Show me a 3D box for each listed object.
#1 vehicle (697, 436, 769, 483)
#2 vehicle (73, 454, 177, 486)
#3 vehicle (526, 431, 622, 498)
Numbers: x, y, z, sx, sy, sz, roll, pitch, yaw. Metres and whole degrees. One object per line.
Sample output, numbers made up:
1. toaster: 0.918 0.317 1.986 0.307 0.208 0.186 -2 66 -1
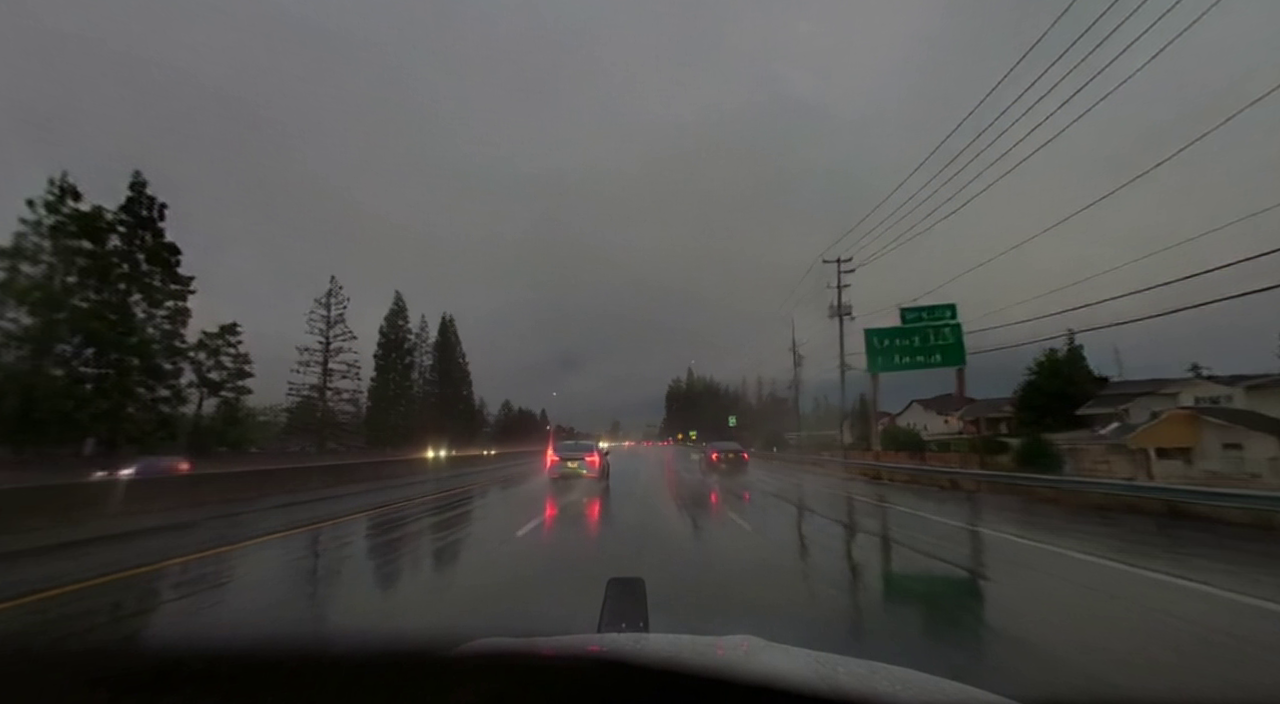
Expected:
1. vehicle: 3.302 3.896 23.193 1.996 1.579 3.841 0 -8 -1
2. vehicle: -31.538 7.217 38.896 2.143 1.777 5.015 0 -8 0
3. vehicle: -1.666 3.058 17.522 2.049 1.620 4.153 0 -8 2
